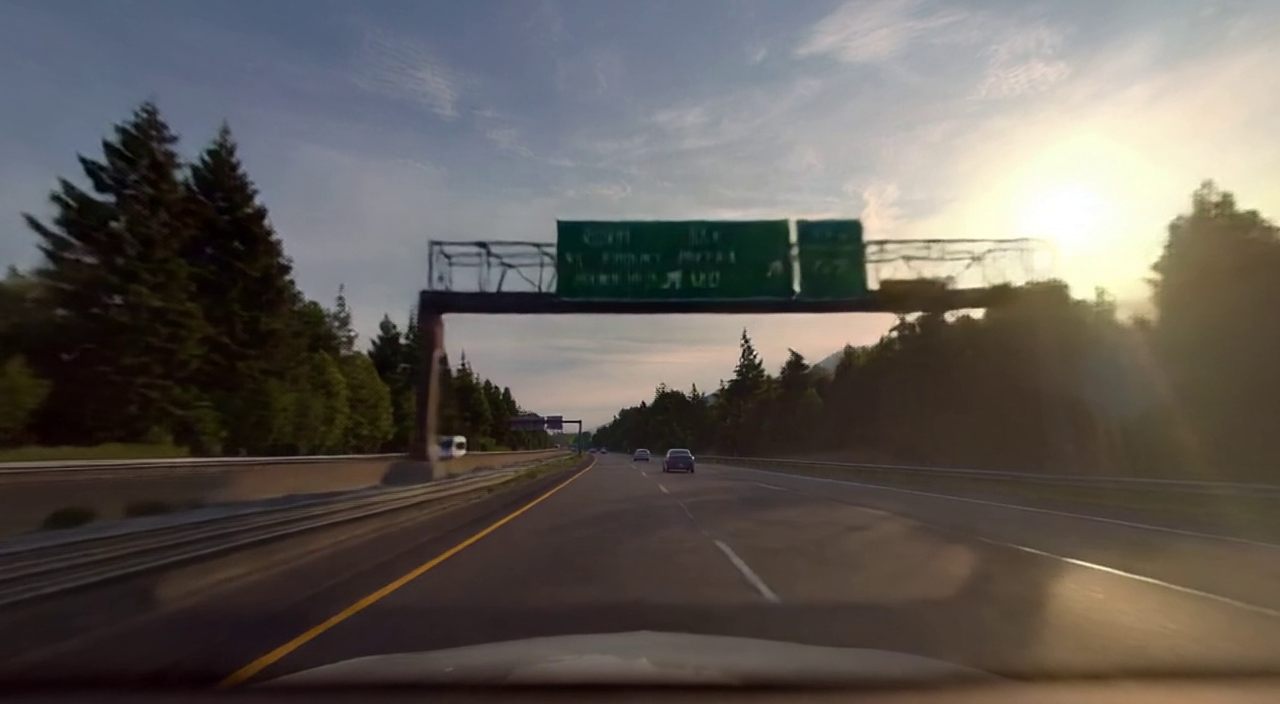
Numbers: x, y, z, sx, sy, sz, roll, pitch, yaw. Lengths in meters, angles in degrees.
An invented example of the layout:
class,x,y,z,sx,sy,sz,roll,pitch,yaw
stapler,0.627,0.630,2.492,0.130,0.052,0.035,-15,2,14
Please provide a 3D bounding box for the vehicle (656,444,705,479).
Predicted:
class,x,y,z,sx,sy,sz,roll,pitch,yaw
vehicle,1.890,5.282,30.694,2.011,1.590,3.607,0,-9,-2
